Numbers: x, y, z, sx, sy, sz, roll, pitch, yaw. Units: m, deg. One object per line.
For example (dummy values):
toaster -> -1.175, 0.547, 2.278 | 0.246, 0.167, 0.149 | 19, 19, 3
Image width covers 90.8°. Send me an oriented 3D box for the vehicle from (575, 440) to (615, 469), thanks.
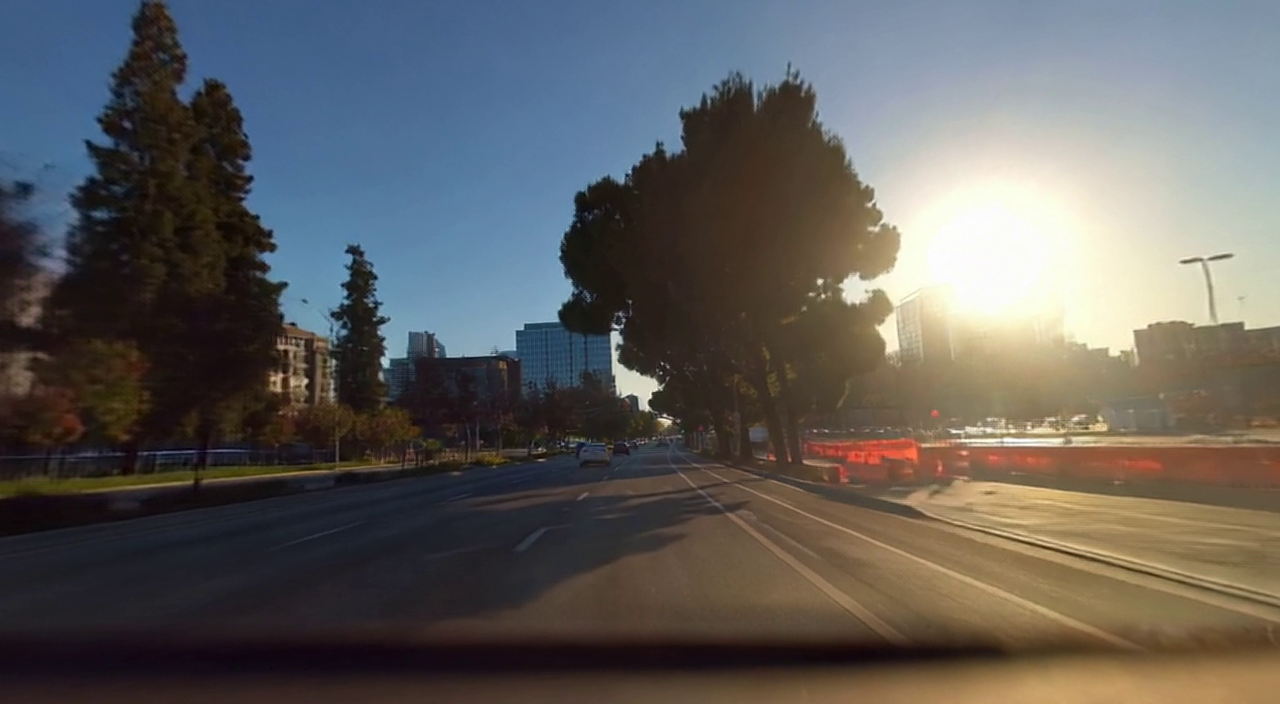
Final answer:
vehicle -> -2.700, 6.238, 38.630 | 2.121, 1.654, 3.993 | 0, -8, 1
